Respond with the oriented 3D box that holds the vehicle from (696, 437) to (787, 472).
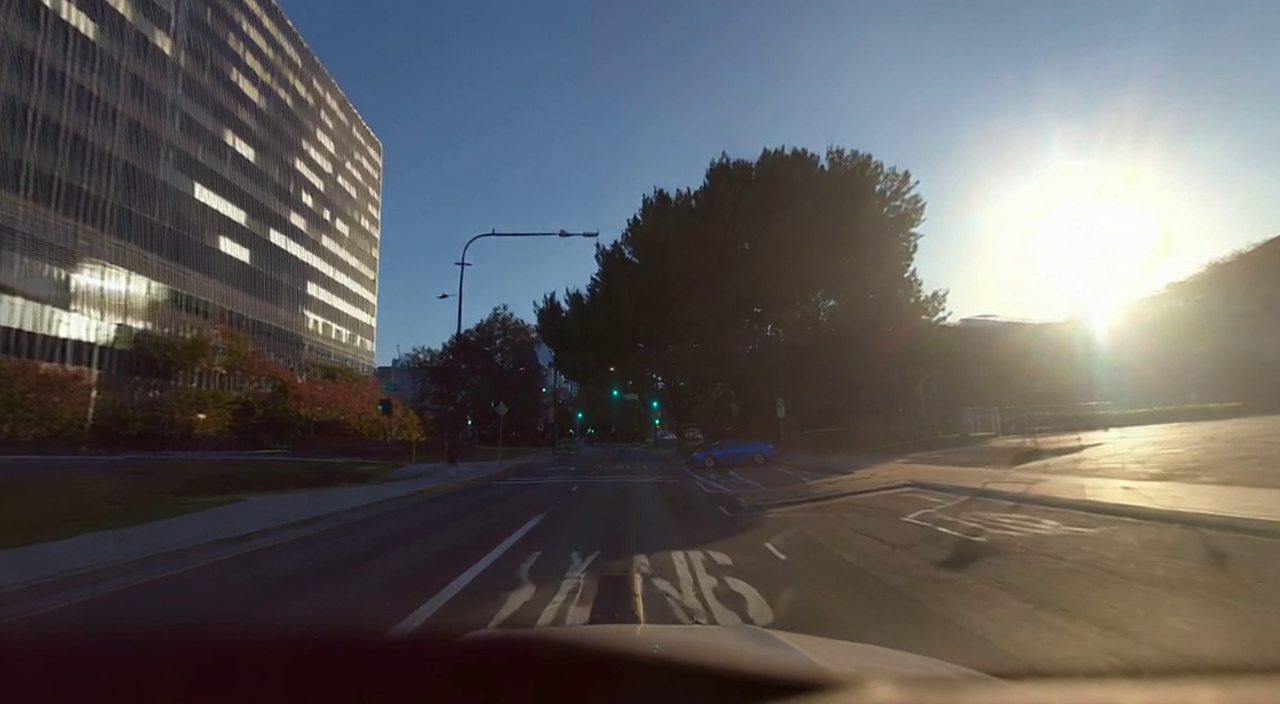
[{"bbox_3d":[4.697,4.676,29.022,3.844,1.524,1.847,5,-9,-31],"label":"vehicle"}]
